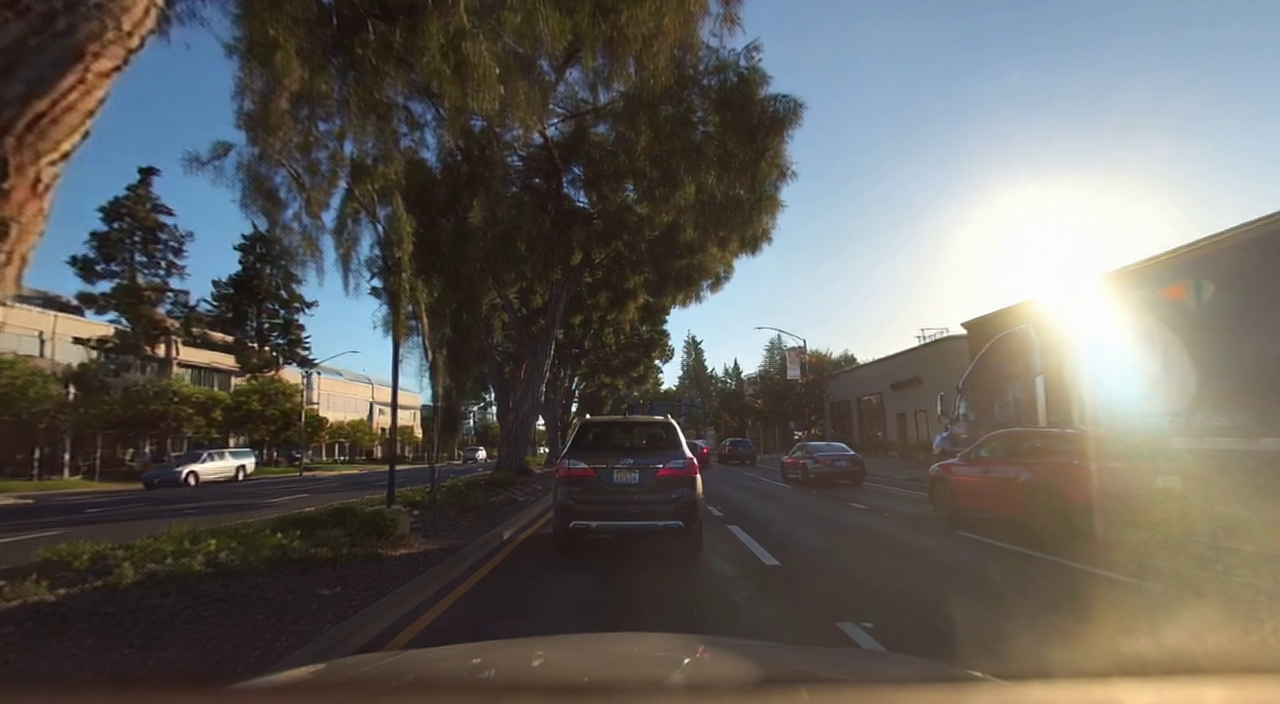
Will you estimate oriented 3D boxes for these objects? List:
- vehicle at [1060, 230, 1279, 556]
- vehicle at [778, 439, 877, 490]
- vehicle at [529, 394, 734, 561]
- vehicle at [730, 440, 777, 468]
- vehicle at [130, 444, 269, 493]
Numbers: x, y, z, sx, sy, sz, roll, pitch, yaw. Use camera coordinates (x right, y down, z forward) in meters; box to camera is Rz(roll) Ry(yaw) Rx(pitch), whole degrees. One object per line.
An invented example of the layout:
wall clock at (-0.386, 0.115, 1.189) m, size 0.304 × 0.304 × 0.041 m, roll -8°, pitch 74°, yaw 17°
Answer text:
vehicle at (9.962, -0.132, 3.906) m, size 2.879 × 4.284 × 17.334 m, roll 0°, pitch -9°, yaw 0°
vehicle at (6.282, 3.805, 21.744) m, size 2.035 × 1.553 × 4.465 m, roll 0°, pitch -9°, yaw 0°
vehicle at (-0.134, 1.739, 9.335) m, size 2.320 × 1.880 × 4.192 m, roll 0°, pitch -9°, yaw -1°
vehicle at (6.499, 5.882, 36.610) m, size 1.914 × 1.523 × 4.287 m, roll 0°, pitch -9°, yaw -1°
vehicle at (-19.281, 5.102, 28.050) m, size 2.302 × 1.939 × 5.221 m, roll 0°, pitch -9°, yaw 1°
